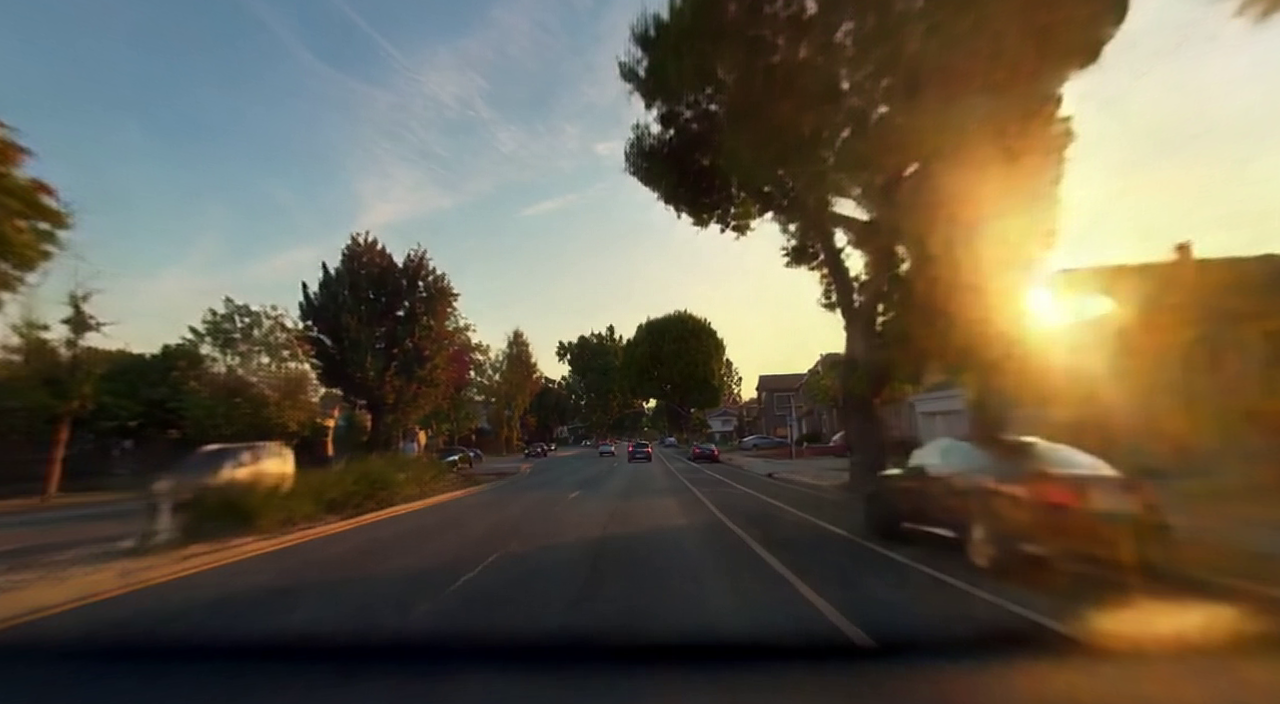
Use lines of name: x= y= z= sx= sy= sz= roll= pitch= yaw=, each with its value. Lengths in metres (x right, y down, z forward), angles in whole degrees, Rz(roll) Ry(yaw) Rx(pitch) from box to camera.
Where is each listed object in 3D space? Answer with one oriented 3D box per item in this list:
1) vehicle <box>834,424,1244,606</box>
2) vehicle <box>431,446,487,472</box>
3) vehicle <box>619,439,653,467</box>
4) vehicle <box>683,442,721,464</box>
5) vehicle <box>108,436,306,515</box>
vehicle: x=4.066 y=1.712 z=7.595 sx=2.045 sy=1.517 sz=4.394 roll=0 pitch=-8 yaw=0
vehicle: x=-11.338 y=6.709 z=39.776 sx=2.003 sy=1.457 sz=4.762 roll=-1 pitch=-8 yaw=1
vehicle: x=-0.252 y=6.275 z=39.357 sx=2.024 sy=1.655 sz=4.301 roll=0 pitch=-8 yaw=0
vehicle: x=4.380 y=7.206 z=45.333 sx=2.080 sy=1.469 sz=4.898 roll=0 pitch=-8 yaw=-1
vehicle: x=-11.073 y=3.151 z=16.667 sx=2.007 sy=1.689 sz=4.541 roll=-2 pitch=-8 yaw=0
